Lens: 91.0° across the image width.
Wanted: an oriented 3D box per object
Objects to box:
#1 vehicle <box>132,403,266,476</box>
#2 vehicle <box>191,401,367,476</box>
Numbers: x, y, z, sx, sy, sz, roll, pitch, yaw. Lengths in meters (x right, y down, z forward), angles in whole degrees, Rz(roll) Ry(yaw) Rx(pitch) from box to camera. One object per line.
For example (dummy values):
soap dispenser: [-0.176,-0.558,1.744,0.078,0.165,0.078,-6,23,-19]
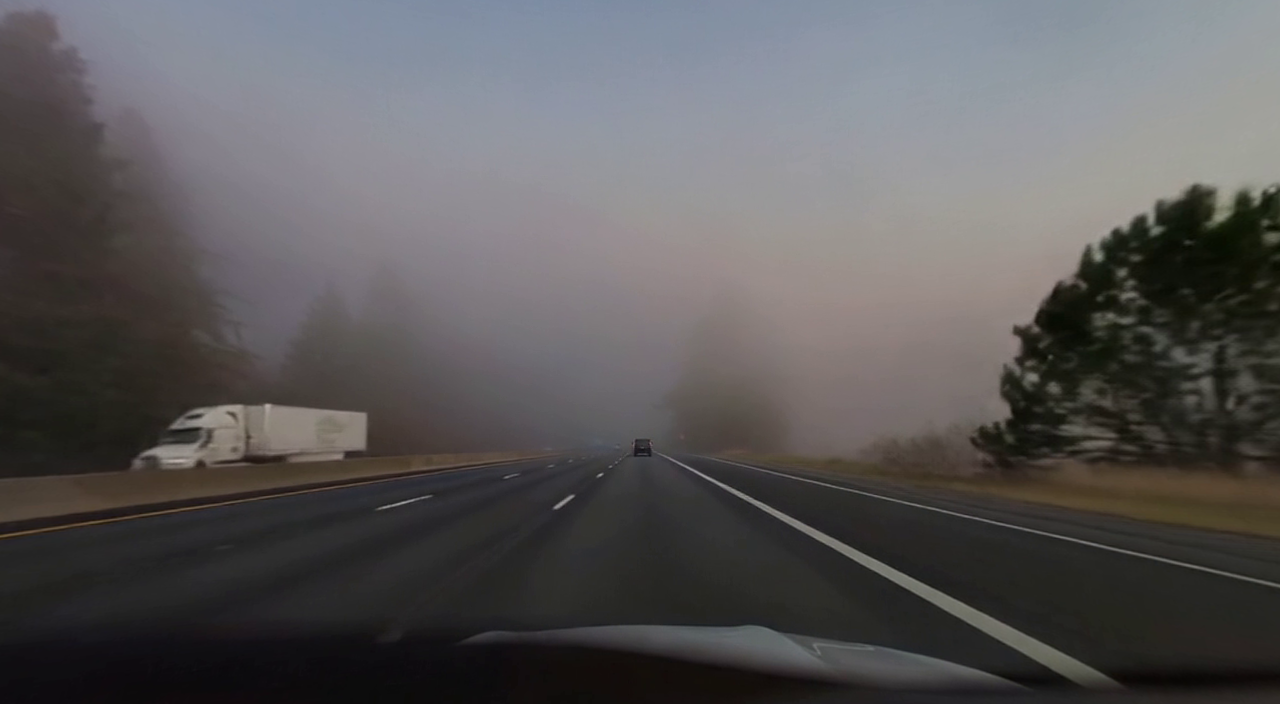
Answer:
vehicle: [-22.018,4.400,31.813,2.748,3.336,5.227,1,-8,1]
vehicle: [-22.181,5.599,40.421,2.901,3.911,14.211,0,-8,0]
